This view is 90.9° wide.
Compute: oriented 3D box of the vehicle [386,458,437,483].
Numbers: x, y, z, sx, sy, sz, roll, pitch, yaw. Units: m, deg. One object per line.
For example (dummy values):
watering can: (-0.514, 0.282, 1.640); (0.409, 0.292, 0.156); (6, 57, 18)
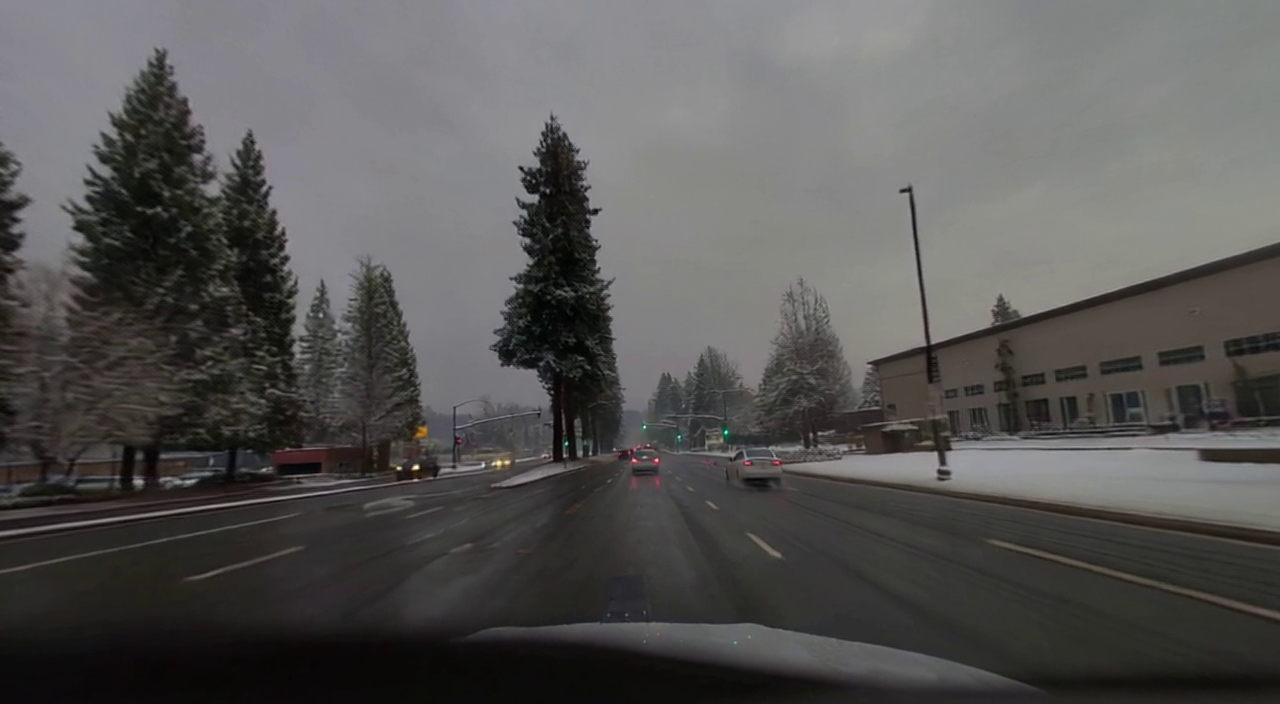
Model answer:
vehicle: (-17.333, 8.997, 48.033); (1.984, 1.698, 4.885); (-1, -9, 1)

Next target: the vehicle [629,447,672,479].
vehicle: (0.518, 5.784, 33.038); (2.144, 1.505, 4.128); (0, -9, 0)

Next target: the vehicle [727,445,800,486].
vehicle: (4.831, 4.503, 25.295); (2.067, 1.497, 4.327); (-1, -9, 1)
